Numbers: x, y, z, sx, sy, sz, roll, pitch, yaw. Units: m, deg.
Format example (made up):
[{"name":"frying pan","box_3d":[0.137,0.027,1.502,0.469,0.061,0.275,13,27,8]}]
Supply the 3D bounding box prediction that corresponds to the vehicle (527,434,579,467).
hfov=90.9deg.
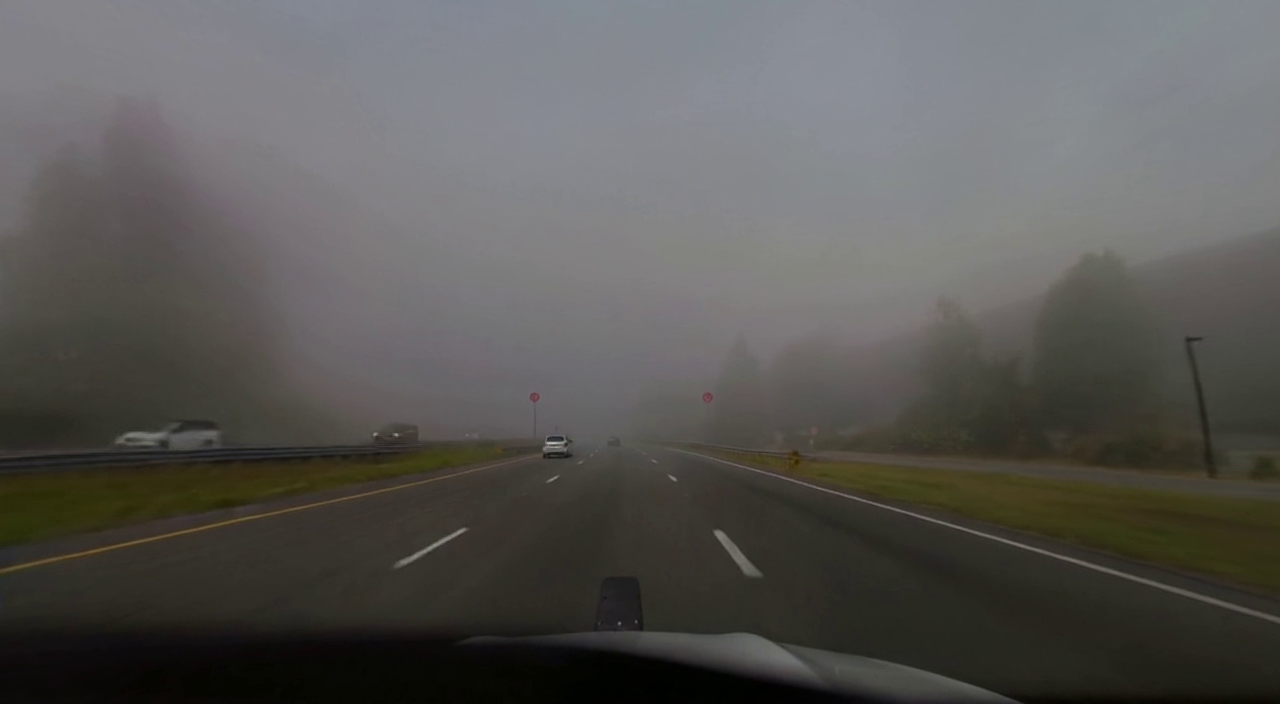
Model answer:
[{"name":"vehicle","box_3d":[-3.923,4.483,28.942,1.874,1.369,3.875,0,-8,-1]}]

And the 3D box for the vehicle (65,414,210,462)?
[{"name":"vehicle","box_3d":[-19.703,3.415,25.062,1.923,1.691,4.650,0,-8,-1]}]

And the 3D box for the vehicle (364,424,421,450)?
[{"name":"vehicle","box_3d":[-16.707,5.775,42.750,2.089,1.652,4.505,0,-8,-1]}]
